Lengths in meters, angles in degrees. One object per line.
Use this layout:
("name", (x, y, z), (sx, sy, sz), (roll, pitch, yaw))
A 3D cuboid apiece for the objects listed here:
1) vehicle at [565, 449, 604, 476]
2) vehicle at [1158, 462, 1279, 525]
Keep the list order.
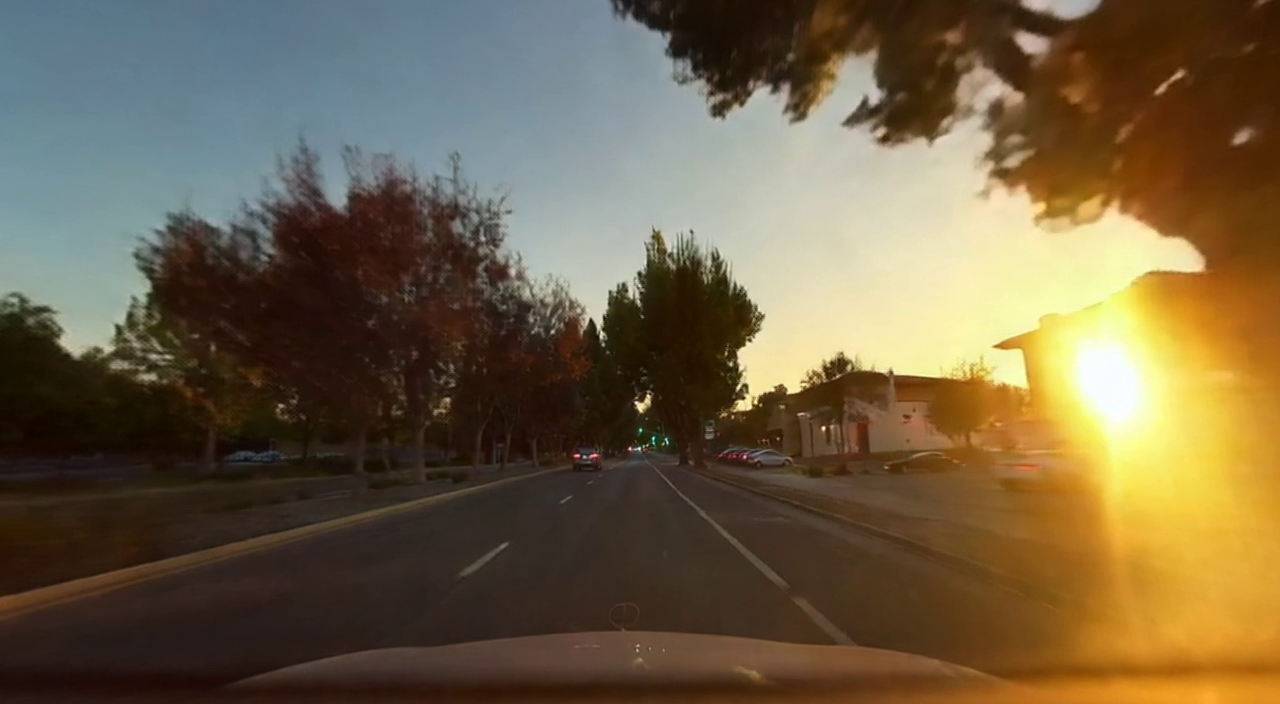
("vehicle", (-3.339, 6.788, 38.965), (2.030, 1.550, 3.925), (0, -9, 0))
("vehicle", (16.282, 3.609, 16.397), (4.172, 1.407, 1.931), (1, -9, -8))
